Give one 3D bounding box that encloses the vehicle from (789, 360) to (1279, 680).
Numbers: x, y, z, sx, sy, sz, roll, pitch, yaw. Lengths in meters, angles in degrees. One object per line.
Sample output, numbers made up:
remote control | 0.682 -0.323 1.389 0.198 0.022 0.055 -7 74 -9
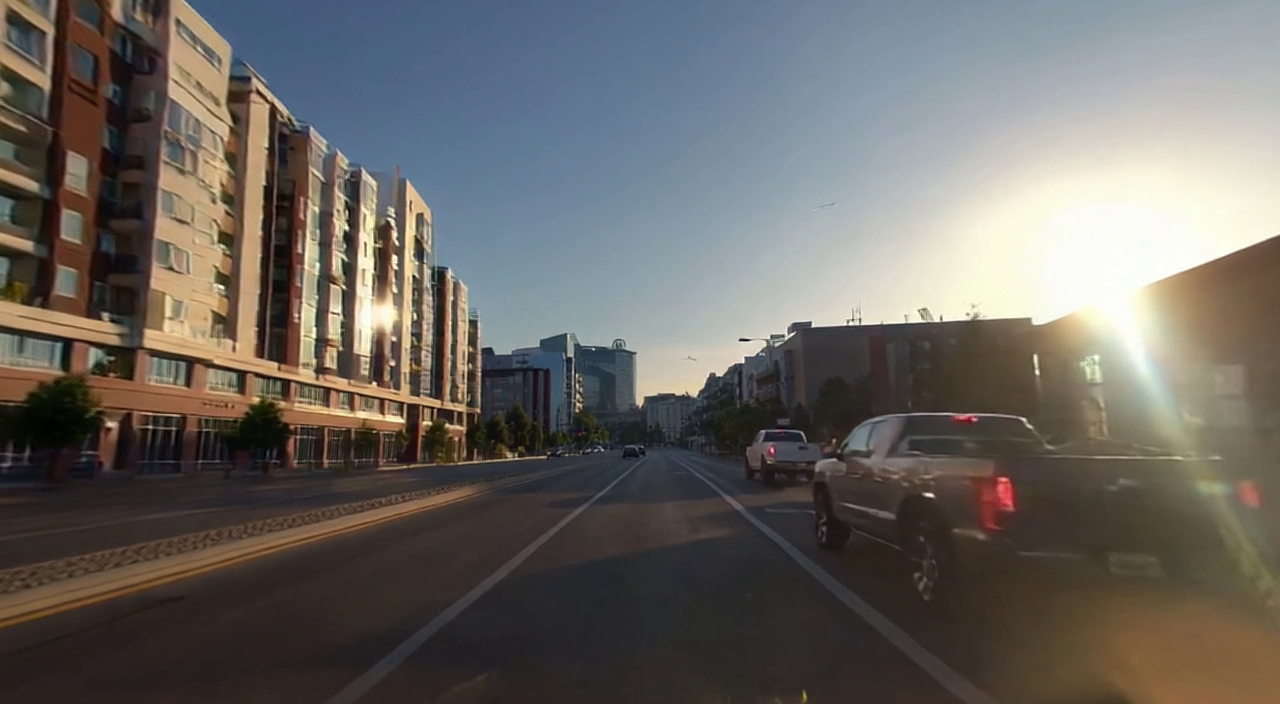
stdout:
vehicle | 3.092 1.318 6.182 2.130 1.787 5.126 0 -9 2
